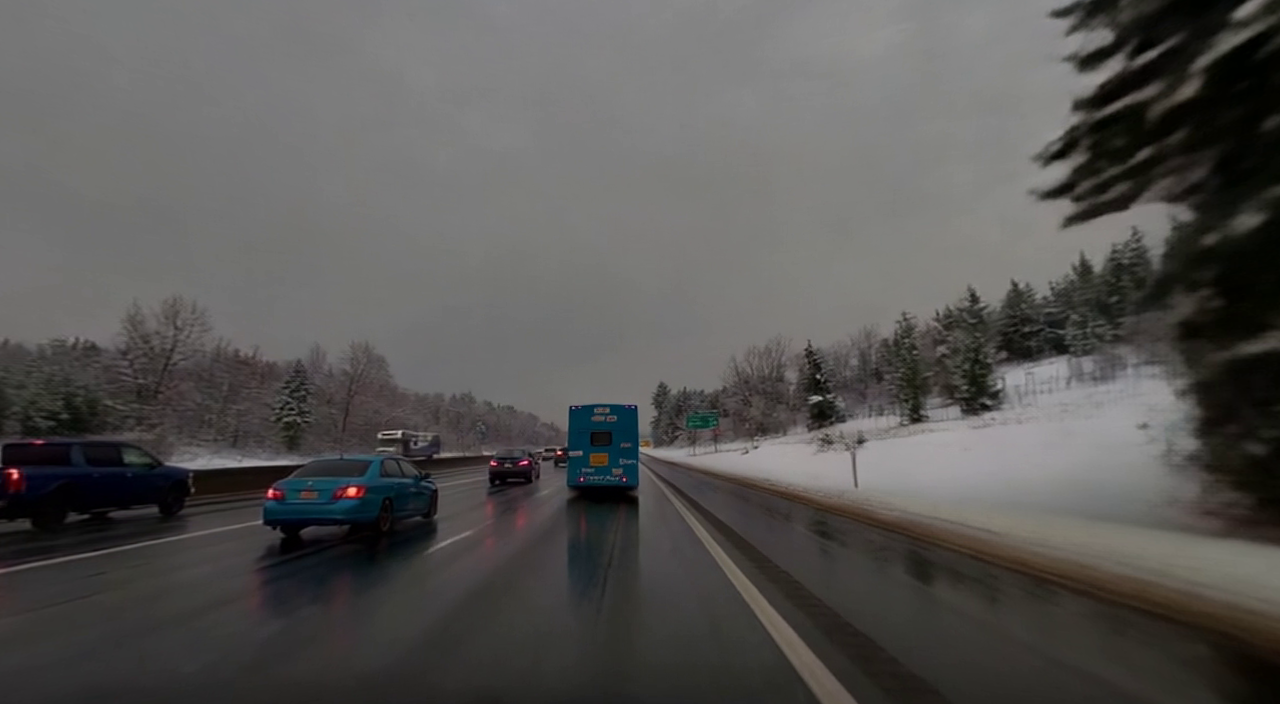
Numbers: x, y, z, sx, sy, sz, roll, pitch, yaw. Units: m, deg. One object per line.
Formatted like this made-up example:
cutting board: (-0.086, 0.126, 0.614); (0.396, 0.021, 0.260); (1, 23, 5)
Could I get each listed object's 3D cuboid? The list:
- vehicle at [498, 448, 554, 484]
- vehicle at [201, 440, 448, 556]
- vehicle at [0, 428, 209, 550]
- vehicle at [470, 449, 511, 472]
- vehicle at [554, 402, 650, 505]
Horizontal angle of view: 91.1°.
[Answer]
vehicle: (-5.017, 5.041, 28.123); (1.872, 1.480, 3.545); (0, -9, -1)
vehicle: (-4.641, 2.175, 10.074); (1.876, 1.438, 4.072); (0, -9, -1)
vehicle: (-9.627, 2.147, 10.365); (2.010, 1.621, 4.252); (0, -9, 0)
vehicle: (-10.133, 7.404, 42.920); (1.886, 1.462, 4.084); (0, -9, -1)
vehicle: (-1.008, 2.945, 18.443); (2.394, 2.556, 5.232); (0, -9, -1)
